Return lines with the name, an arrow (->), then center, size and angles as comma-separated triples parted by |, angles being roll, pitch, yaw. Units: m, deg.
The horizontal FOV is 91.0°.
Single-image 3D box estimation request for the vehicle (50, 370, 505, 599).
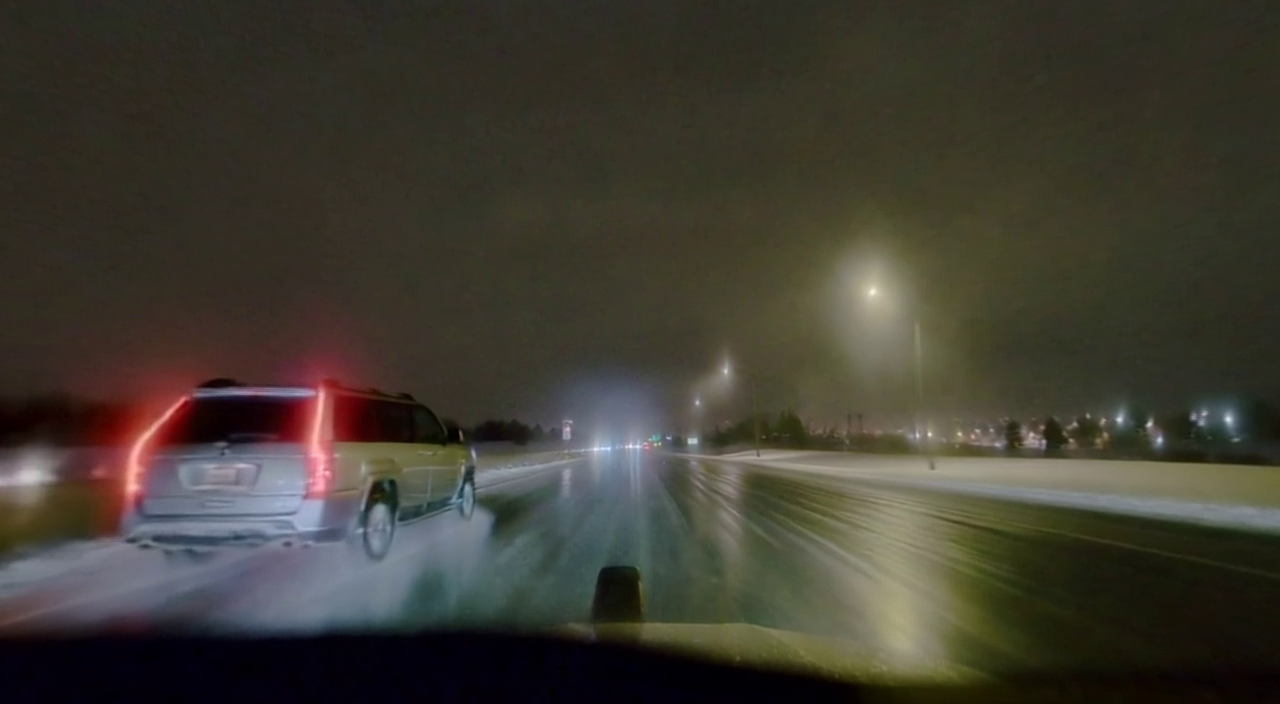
vehicle -> -3.687, 1.538, 8.258 | 2.431, 1.928, 5.760 | 0, -9, 1
